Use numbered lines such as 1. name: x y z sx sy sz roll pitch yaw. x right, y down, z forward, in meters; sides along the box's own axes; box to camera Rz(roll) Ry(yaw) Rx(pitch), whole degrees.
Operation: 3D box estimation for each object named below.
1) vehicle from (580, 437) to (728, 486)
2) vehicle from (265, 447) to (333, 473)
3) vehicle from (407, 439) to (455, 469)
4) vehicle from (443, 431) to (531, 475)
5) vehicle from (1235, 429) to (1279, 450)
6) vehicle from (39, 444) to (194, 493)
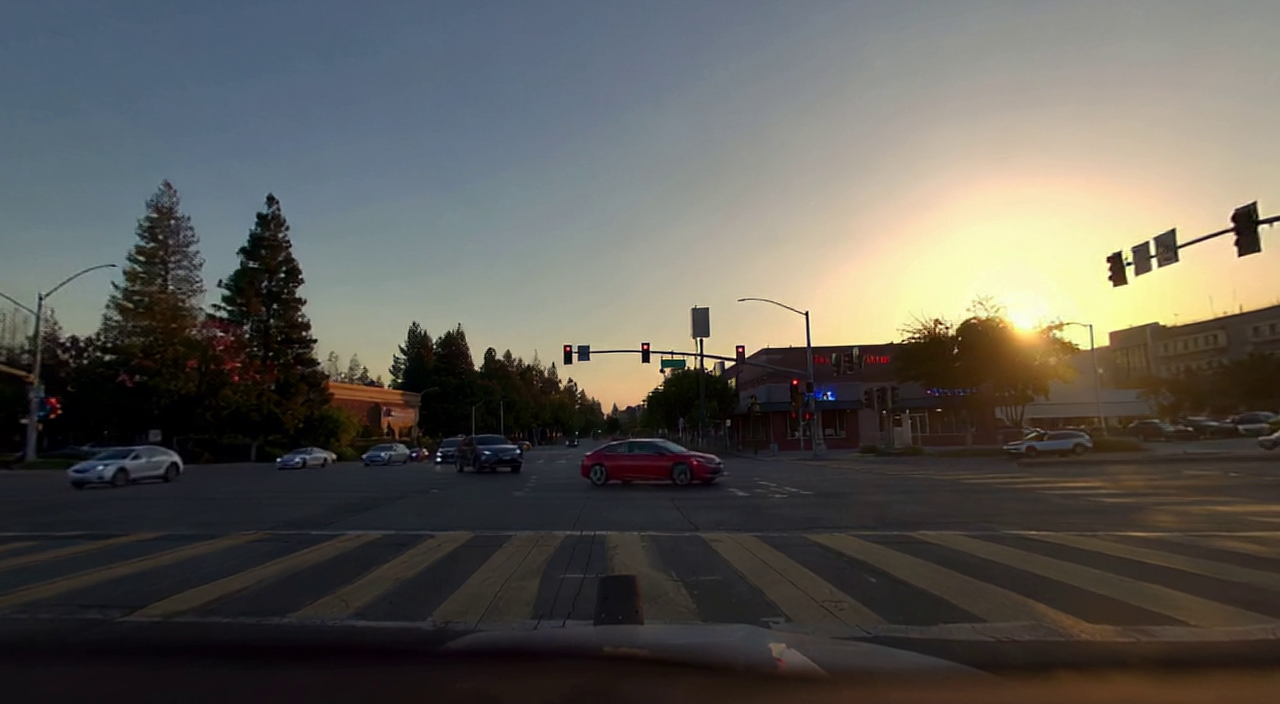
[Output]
1. vehicle: 0.422 3.672 21.411 4.532 1.467 2.135 -6 -10 32
2. vehicle: -23.213 7.353 43.219 2.041 1.642 4.628 0 -9 0
3. vehicle: -12.599 6.148 38.349 1.982 1.678 4.180 1 -9 -8
4. vehicle: -7.200 4.685 29.417 2.017 1.877 4.767 7 -11 -40
5. vehicle: 45.677 6.275 45.252 1.786 1.412 4.330 0 -9 0
6. vehicle: -19.538 4.337 23.916 1.924 1.656 4.593 0 -9 0
